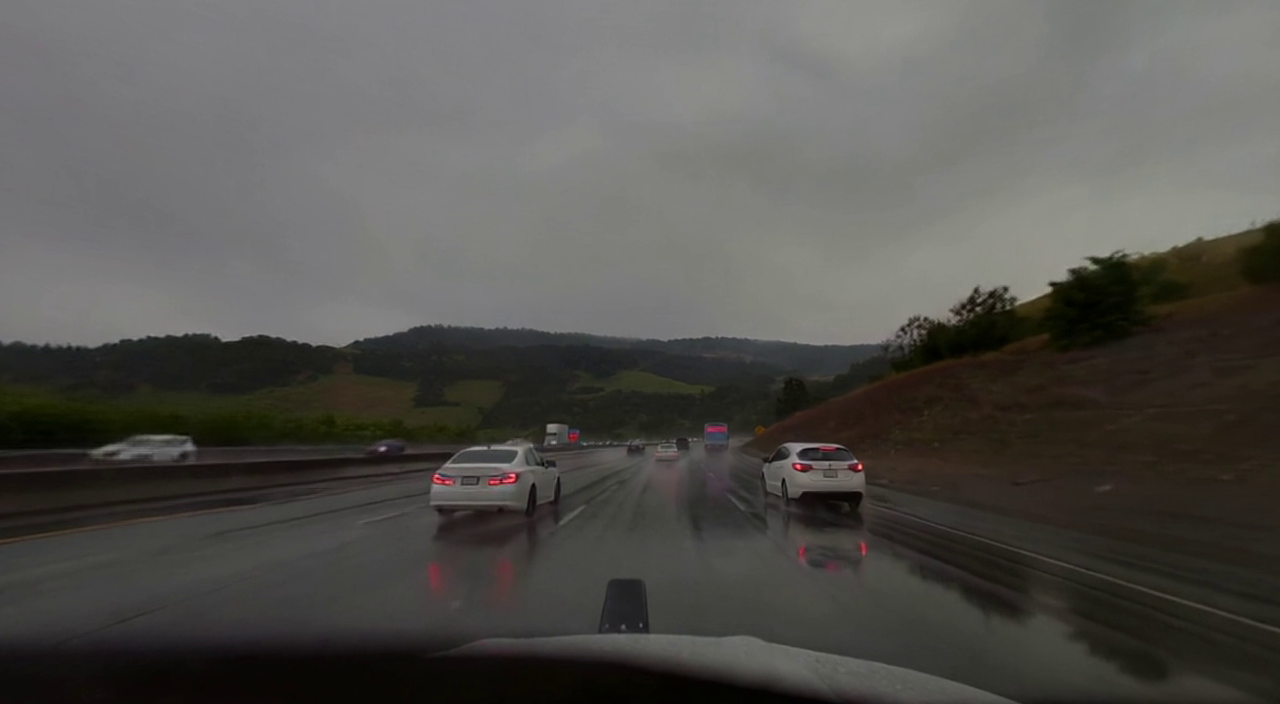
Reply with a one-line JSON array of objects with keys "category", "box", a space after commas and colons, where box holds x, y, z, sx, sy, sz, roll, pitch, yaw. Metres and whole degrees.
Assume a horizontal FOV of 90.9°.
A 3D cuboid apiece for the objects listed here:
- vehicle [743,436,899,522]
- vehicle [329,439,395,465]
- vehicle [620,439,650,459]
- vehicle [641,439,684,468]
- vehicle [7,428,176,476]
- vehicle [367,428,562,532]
[{"category": "vehicle", "box": [3.489, 2.529, 13.137, 2.013, 1.464, 4.317, 0, -8, 1]}, {"category": "vehicle", "box": [-17.168, 6.197, 39.250, 1.870, 1.454, 4.587, -1, -8, 2]}, {"category": "vehicle", "box": [-0.352, 7.673, 49.938, 2.010, 1.482, 4.230, -1, -8, 4]}, {"category": "vehicle", "box": [1.277, 5.462, 34.061, 2.202, 1.467, 3.929, -1, -8, 4]}, {"category": "vehicle", "box": [-21.218, 3.911, 24.787, 2.114, 1.678, 4.985, 0, -8, 1]}, {"category": "vehicle", "box": [-2.855, 2.218, 11.604, 2.031, 1.491, 4.792, -1, -8, 2]}]
